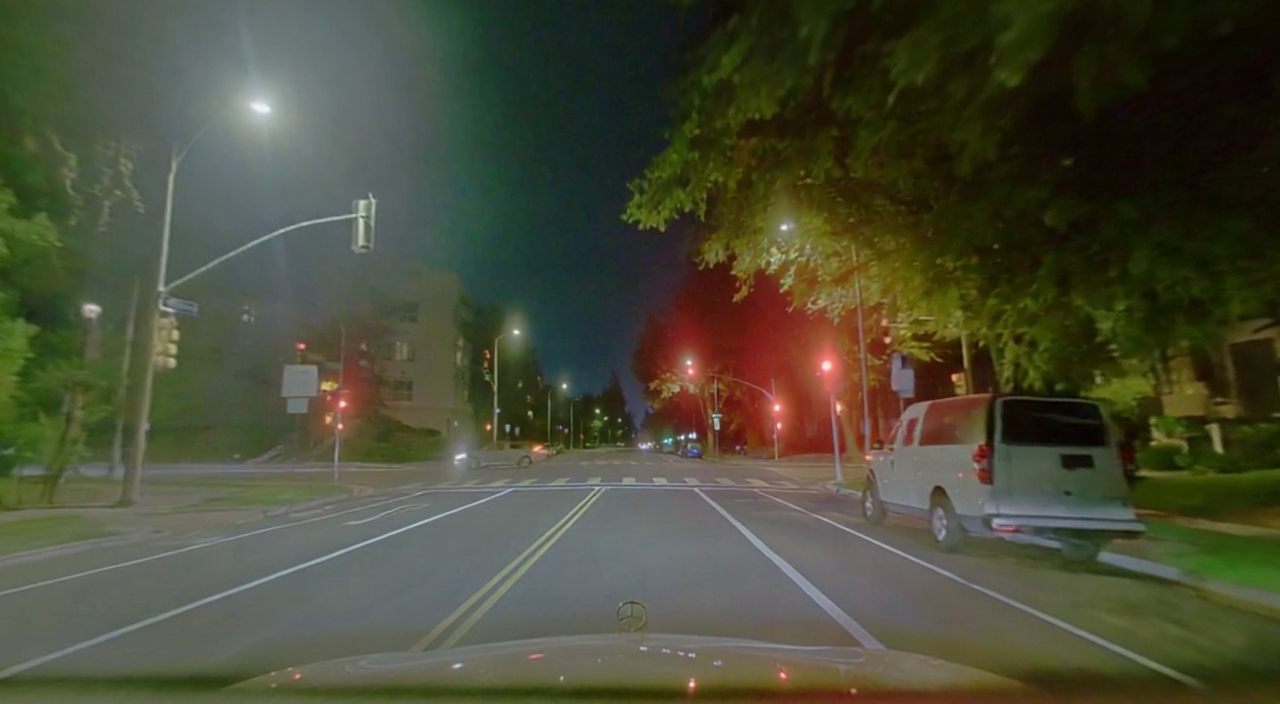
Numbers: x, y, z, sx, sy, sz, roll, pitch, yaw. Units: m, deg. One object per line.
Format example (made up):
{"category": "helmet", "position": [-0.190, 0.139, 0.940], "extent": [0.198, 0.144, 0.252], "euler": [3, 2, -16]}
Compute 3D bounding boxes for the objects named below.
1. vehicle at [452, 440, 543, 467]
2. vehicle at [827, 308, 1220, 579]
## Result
{"category": "vehicle", "position": [-7.918, 5.663, 35.288], "extent": [4.606, 1.452, 1.917], "euler": [0, -9, 2]}
{"category": "vehicle", "position": [4.693, 1.277, 9.036], "extent": [2.398, 2.806, 4.857], "euler": [0, -8, -1]}
